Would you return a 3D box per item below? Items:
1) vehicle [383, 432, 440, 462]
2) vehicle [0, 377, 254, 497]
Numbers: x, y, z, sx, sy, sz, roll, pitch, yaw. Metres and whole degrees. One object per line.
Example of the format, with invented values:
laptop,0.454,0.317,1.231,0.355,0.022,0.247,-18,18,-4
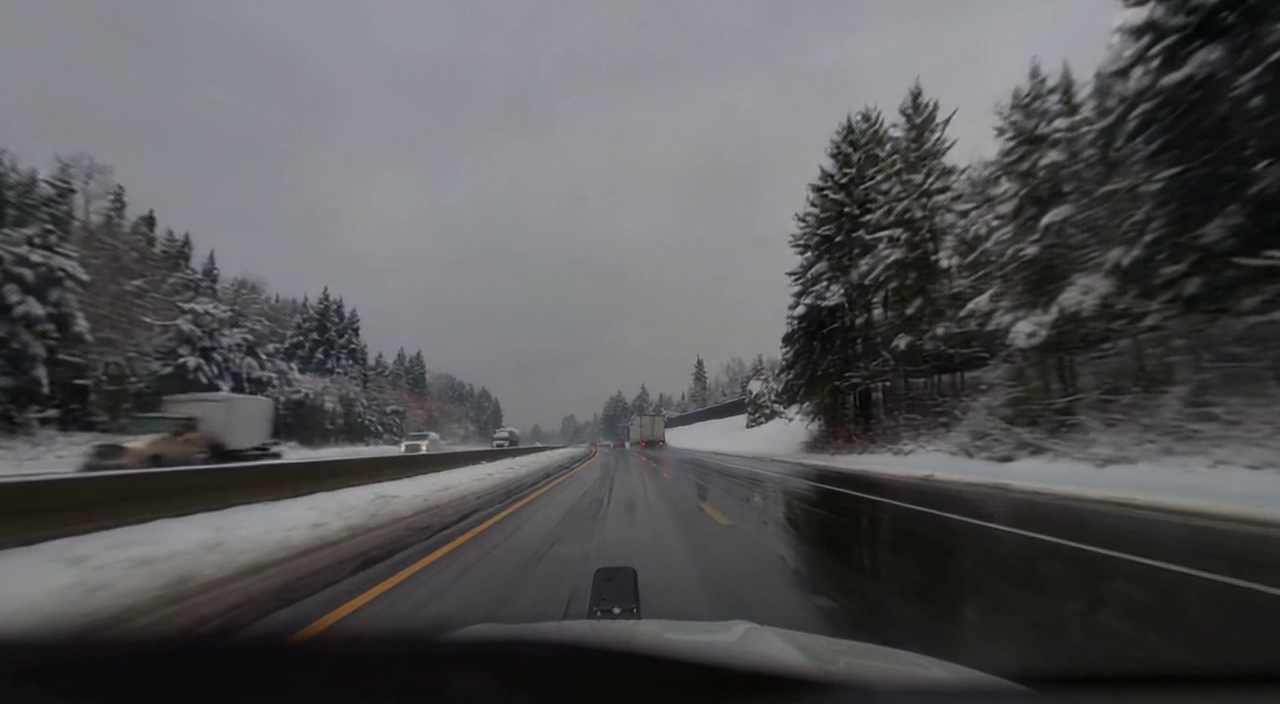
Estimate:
vehicle,-13.652,5.723,37.886,1.927,1.660,4.333,0,-8,-1
vehicle,-13.442,2.311,17.023,2.294,2.641,5.907,0,-8,-2
